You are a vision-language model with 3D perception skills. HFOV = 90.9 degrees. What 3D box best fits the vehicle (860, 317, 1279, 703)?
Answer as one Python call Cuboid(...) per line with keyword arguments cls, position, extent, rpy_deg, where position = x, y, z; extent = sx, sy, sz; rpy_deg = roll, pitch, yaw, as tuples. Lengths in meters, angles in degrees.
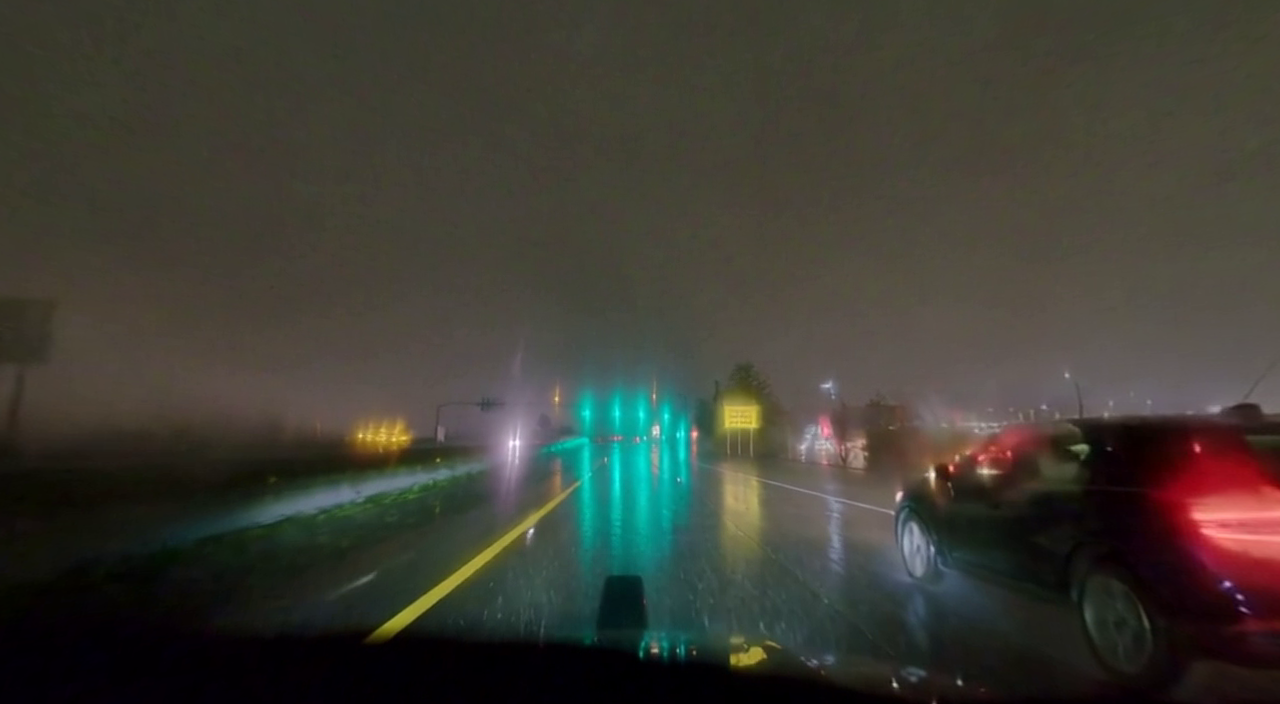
Cuboid(cls="vehicle", position=(3.206, 1.027, 4.103), extent=(2.059, 1.715, 4.192), rpy_deg=(0, -8, 1))
